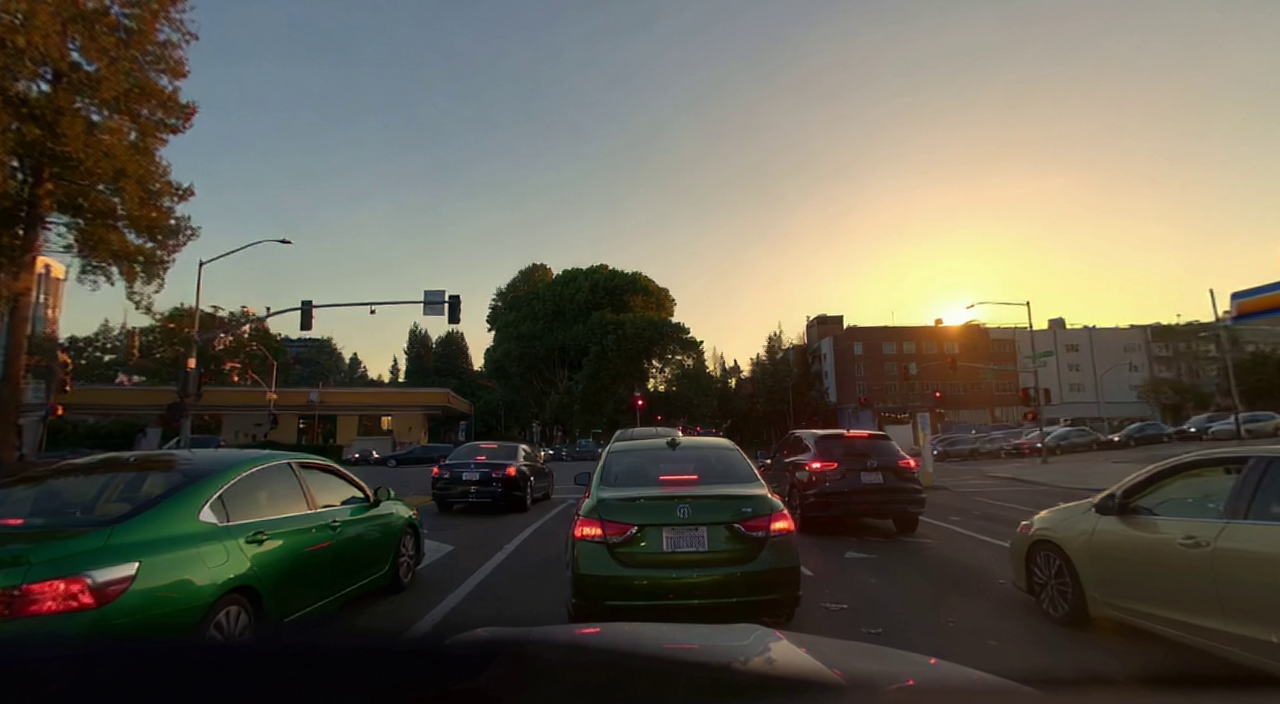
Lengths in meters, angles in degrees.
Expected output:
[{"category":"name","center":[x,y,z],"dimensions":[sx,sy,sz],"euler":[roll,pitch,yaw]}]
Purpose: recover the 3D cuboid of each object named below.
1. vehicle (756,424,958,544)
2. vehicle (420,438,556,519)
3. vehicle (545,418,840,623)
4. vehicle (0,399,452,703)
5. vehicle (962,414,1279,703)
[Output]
[{"category":"vehicle","center":[3.371,2.126,10.781],"dimensions":[1.947,1.630,4.127],"euler":[0,-9,0]},{"category":"vehicle","center":[-3.070,2.645,13.713],"dimensions":[1.867,1.474,4.237],"euler":[0,-9,0]},{"category":"vehicle","center":[0.335,1.590,6.959],"dimensions":[2.220,1.507,4.317],"euler":[0,-9,-2]},{"category":"vehicle","center":[-3.007,1.257,4.628],"dimensions":[1.887,1.493,4.255],"euler":[0,-9,1]},{"category":"vehicle","center":[4.173,1.138,3.634],"dimensions":[1.950,1.497,4.686],"euler":[0,-9,-3]}]
